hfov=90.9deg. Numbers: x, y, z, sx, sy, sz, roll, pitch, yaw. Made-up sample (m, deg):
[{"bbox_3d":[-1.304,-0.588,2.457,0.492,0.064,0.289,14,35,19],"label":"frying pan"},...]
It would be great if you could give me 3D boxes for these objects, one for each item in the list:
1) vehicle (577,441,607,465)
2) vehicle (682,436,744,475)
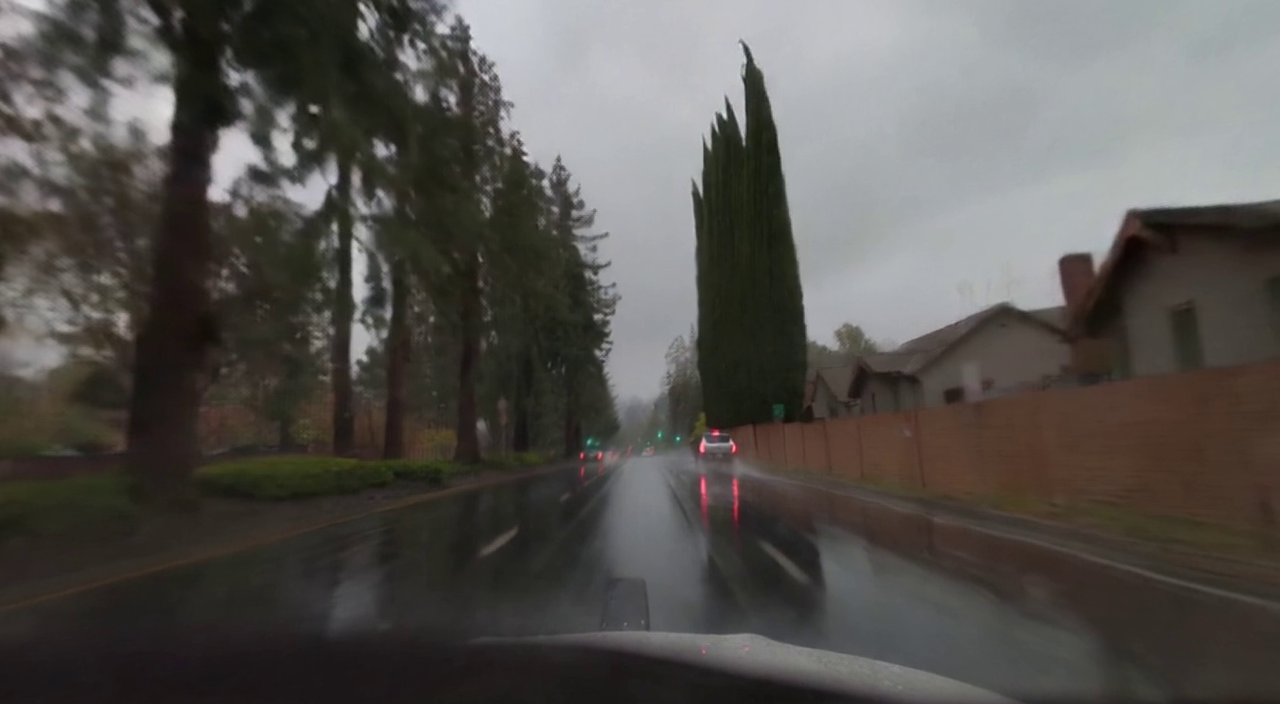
[{"bbox_3d":[-3.650,7.815,48.952,2.002,1.747,4.728,0,-8,0],"label":"vehicle"},{"bbox_3d":[3.421,4.986,30.633,2.321,1.695,5.037,0,-8,-1],"label":"vehicle"}]
